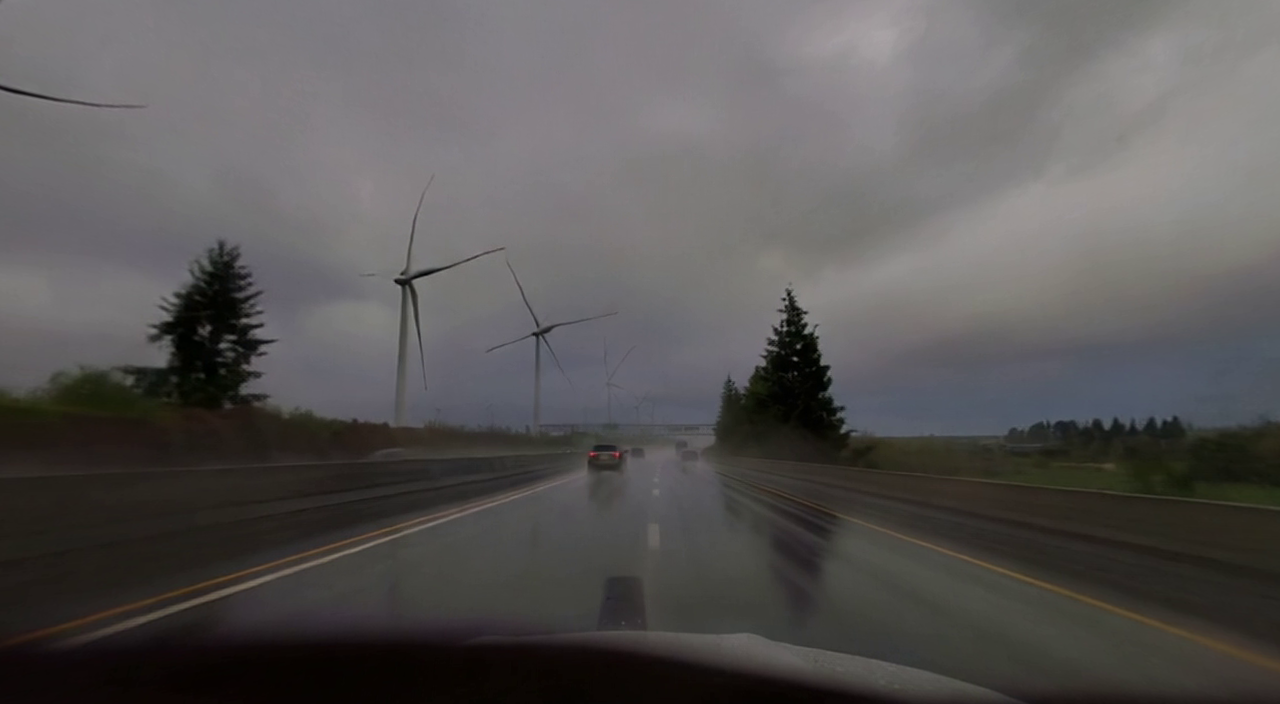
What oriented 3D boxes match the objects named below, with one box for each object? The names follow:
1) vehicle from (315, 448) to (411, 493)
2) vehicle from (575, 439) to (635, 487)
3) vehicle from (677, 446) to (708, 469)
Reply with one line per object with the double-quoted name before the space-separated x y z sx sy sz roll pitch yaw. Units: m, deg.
"vehicle" -11.191 4.799 25.819 1.984 1.657 4.126 0 -9 1
"vehicle" -1.288 4.385 25.047 2.038 1.723 4.150 0 -9 1
"vehicle" 4.048 8.269 49.413 2.040 1.721 4.507 0 -9 1
